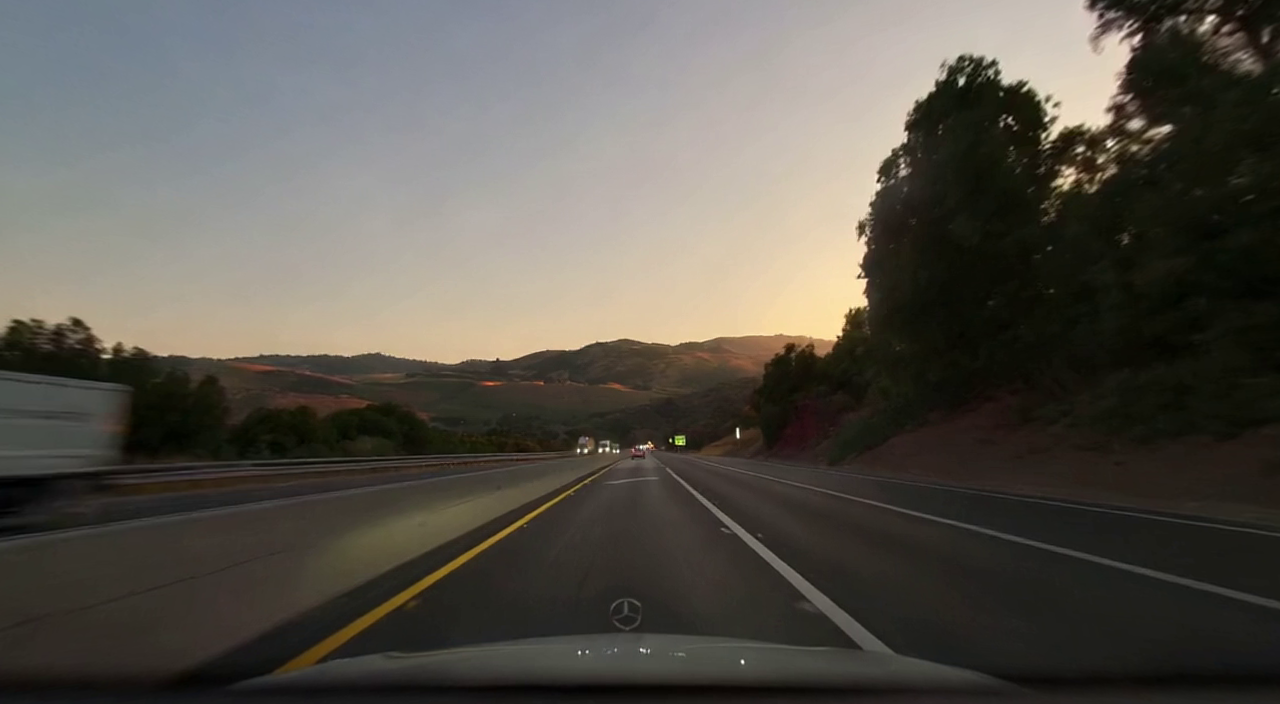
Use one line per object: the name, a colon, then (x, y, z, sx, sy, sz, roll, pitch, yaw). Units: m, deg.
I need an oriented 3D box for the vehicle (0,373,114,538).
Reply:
vehicle: (-12.022, 1.626, 9.847, 2.690, 2.712, 5.582, 0, -9, 0)
